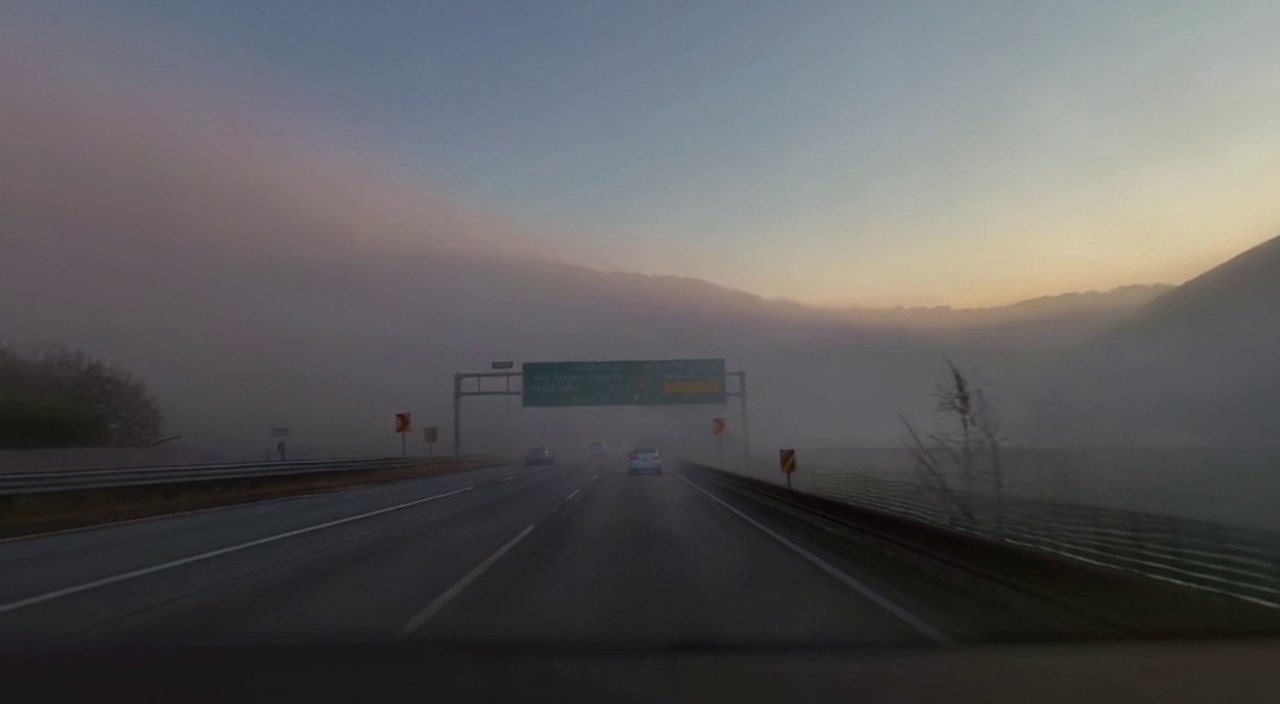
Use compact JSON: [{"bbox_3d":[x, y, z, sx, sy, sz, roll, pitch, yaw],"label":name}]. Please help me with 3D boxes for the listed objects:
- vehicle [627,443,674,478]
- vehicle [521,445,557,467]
[{"bbox_3d":[0.392,4.948,28.919,2.019,1.475,4.301,0,-9,-1],"label":"vehicle"},{"bbox_3d":[-7.144,7.430,44.999,1.955,1.468,3.637,0,-9,0],"label":"vehicle"}]
